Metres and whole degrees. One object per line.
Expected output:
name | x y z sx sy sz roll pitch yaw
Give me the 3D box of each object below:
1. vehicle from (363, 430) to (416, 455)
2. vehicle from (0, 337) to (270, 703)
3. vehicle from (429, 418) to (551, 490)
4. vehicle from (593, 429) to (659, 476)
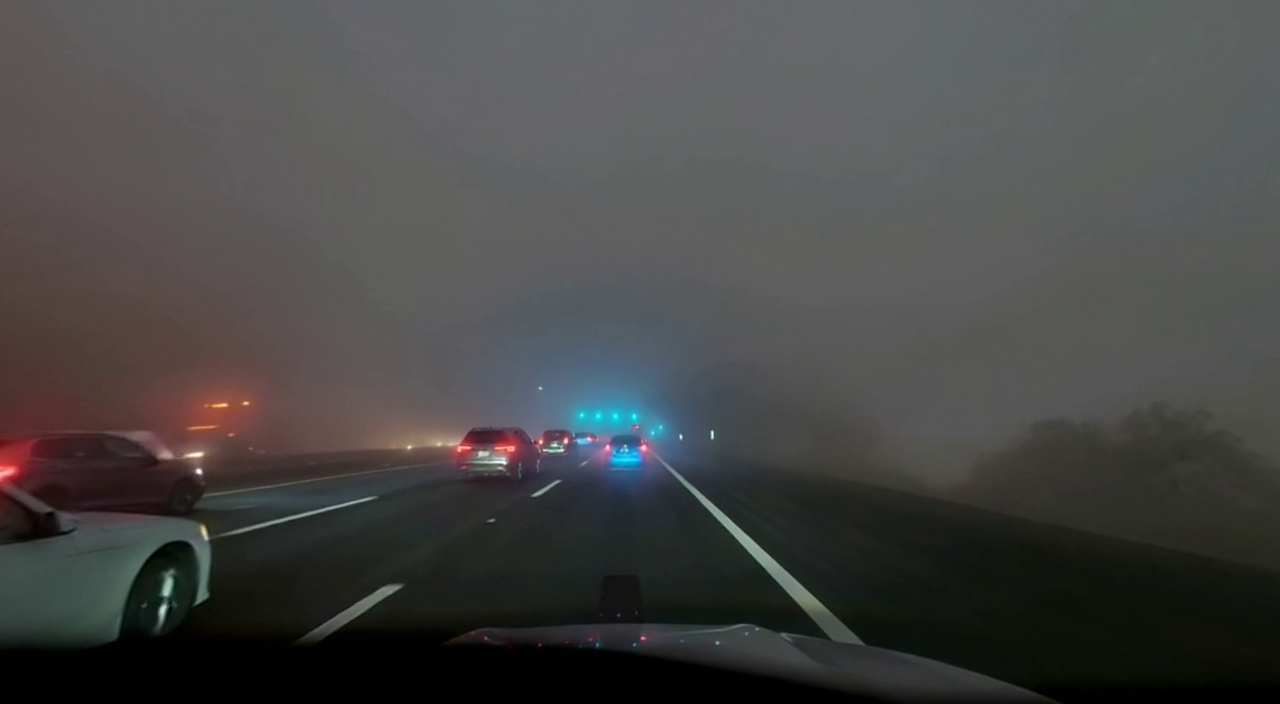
vehicle | -19.688 7.148 49.648 2.196 1.833 4.749 0 -8 0
vehicle | -3.781 0.765 2.434 2.107 1.703 4.274 0 -8 -1
vehicle | -3.880 2.721 17.219 2.154 1.690 4.595 0 -8 1
vehicle | -0.465 3.442 21.850 2.070 1.452 3.834 0 -8 -1
